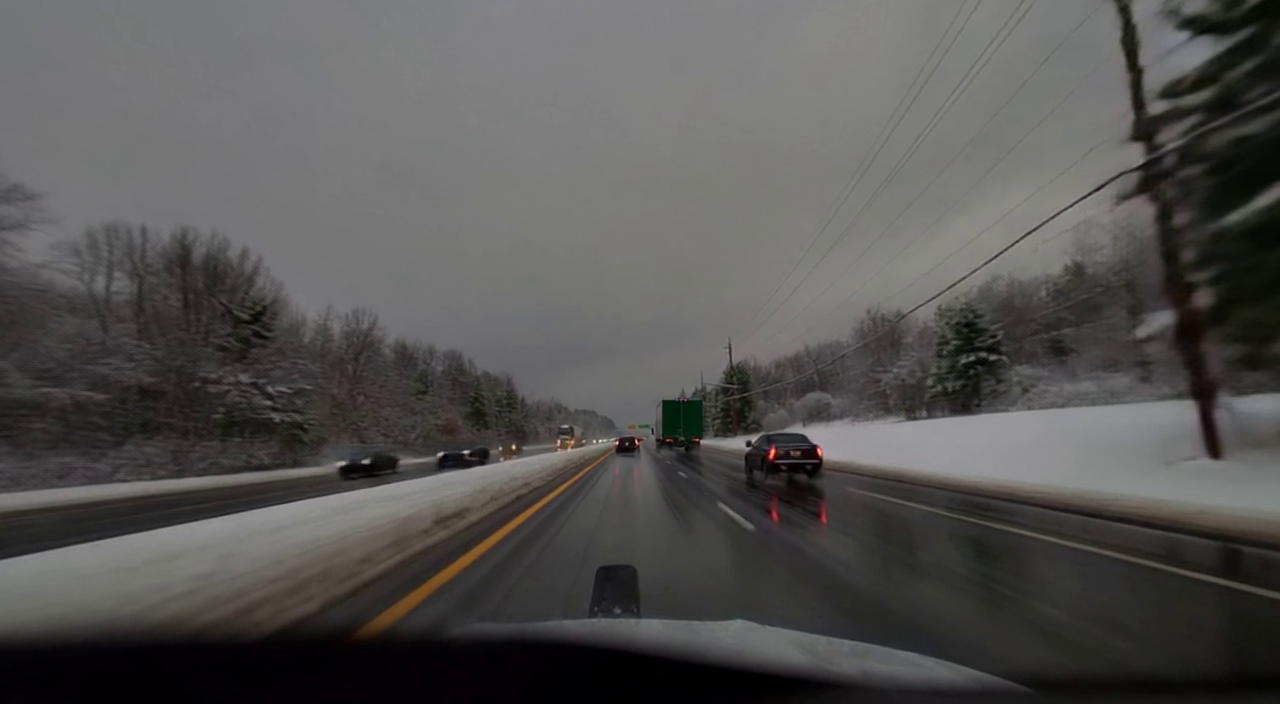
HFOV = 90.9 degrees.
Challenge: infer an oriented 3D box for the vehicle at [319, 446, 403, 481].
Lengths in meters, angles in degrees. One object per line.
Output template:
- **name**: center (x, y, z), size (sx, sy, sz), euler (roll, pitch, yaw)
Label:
- **vehicle**: center (-13.279, 5.313, 30.335), size (1.845, 1.447, 4.906), euler (0, -8, 0)

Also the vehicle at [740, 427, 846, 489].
- **vehicle**: center (4.224, 2.959, 18.028), size (1.930, 1.573, 3.853), euler (0, -8, -2)

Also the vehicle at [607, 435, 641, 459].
- **vehicle**: center (-1.037, 6.295, 41.900), size (2.163, 1.466, 3.693), euler (0, -8, -1)

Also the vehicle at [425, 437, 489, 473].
- **vehicle**: center (-9.149, 5.159, 31.938), size (1.941, 1.635, 4.547), euler (0, -8, -1)
